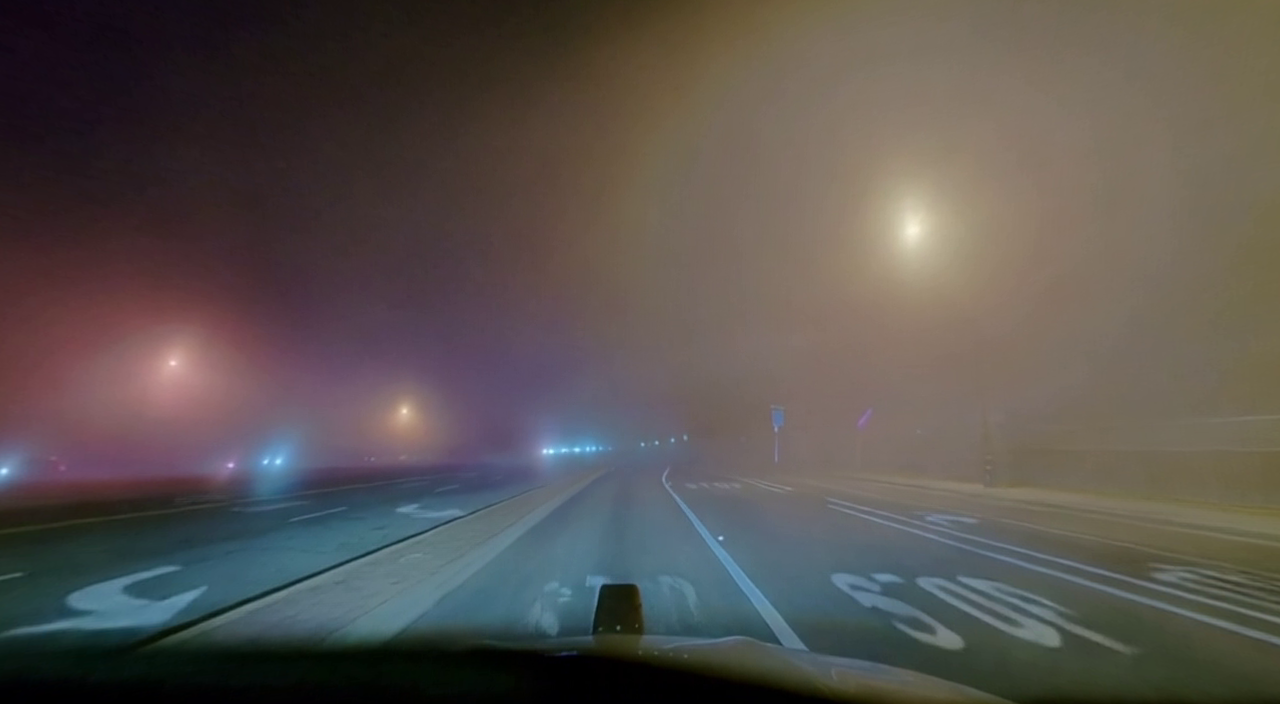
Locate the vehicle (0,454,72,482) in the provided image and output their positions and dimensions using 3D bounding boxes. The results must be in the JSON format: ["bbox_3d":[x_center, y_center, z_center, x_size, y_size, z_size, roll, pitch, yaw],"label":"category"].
[{"bbox_3d":[-33.742,6.250,34.067,4.327,1.402,1.757,0,-8,-4],"label":"vehicle"}]
